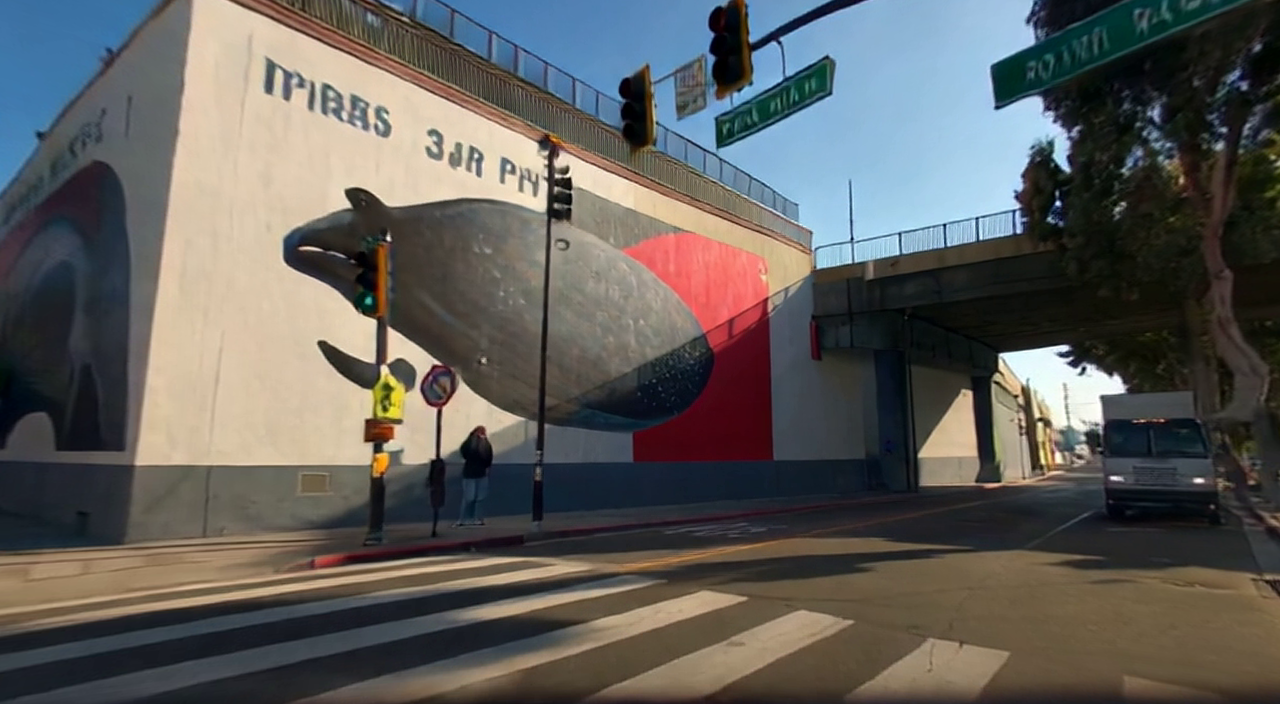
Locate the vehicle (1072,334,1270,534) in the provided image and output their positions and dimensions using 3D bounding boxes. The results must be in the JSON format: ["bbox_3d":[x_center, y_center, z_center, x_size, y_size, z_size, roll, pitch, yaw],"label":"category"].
[{"bbox_3d":[14.059,2.233,16.755,2.849,3.893,9.347,-7,-11,40],"label":"vehicle"}]
